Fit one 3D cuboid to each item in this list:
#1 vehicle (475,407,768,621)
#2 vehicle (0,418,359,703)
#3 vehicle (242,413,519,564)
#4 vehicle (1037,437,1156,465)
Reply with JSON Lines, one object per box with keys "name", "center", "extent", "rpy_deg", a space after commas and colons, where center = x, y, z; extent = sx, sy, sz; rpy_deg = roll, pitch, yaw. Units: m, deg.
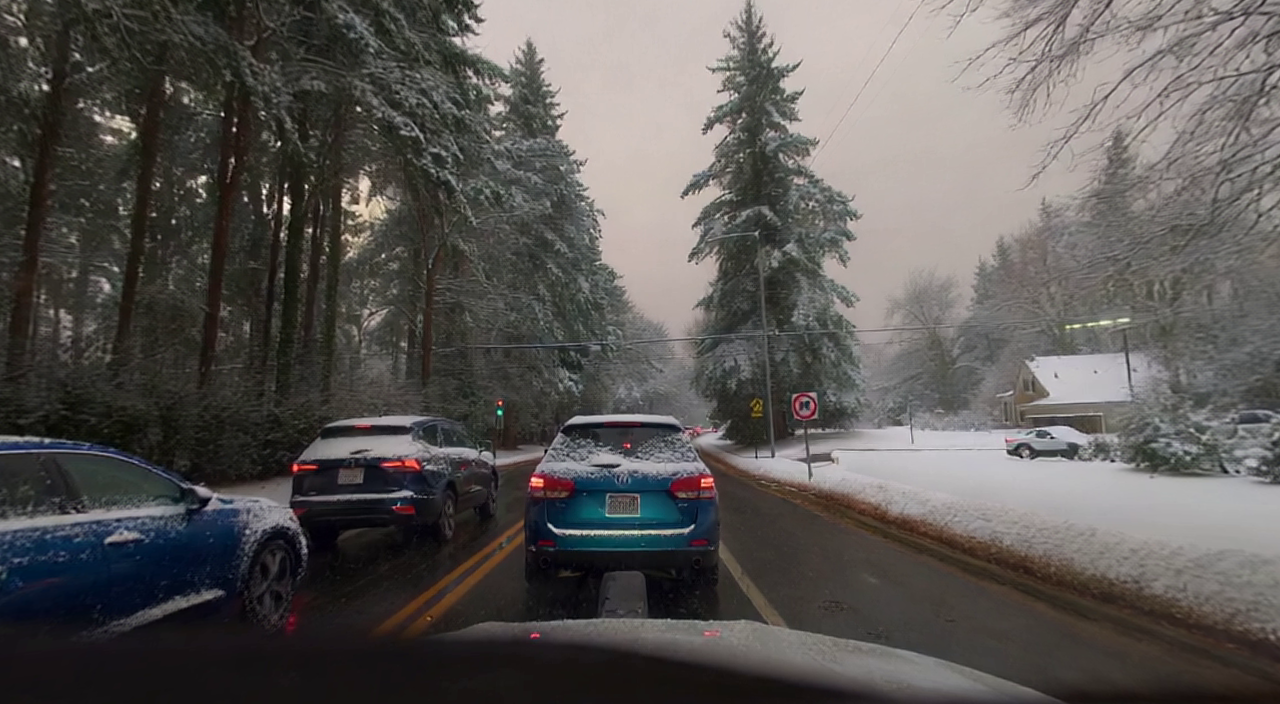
{"name": "vehicle", "center": [-0.037, 1.515, 6.828], "extent": [2.229, 1.591, 3.897], "rpy_deg": [-1, -8, 4]}
{"name": "vehicle", "center": [-3.656, 1.161, 3.626], "extent": [1.922, 1.464, 4.424], "rpy_deg": [0, -8, 2]}
{"name": "vehicle", "center": [-3.502, 1.939, 9.789], "extent": [2.188, 1.745, 4.618], "rpy_deg": [0, -8, 2]}
{"name": "vehicle", "center": [28.433, 6.164, 39.443], "extent": [5.955, 1.702, 2.166], "rpy_deg": [1, -8, -6]}
